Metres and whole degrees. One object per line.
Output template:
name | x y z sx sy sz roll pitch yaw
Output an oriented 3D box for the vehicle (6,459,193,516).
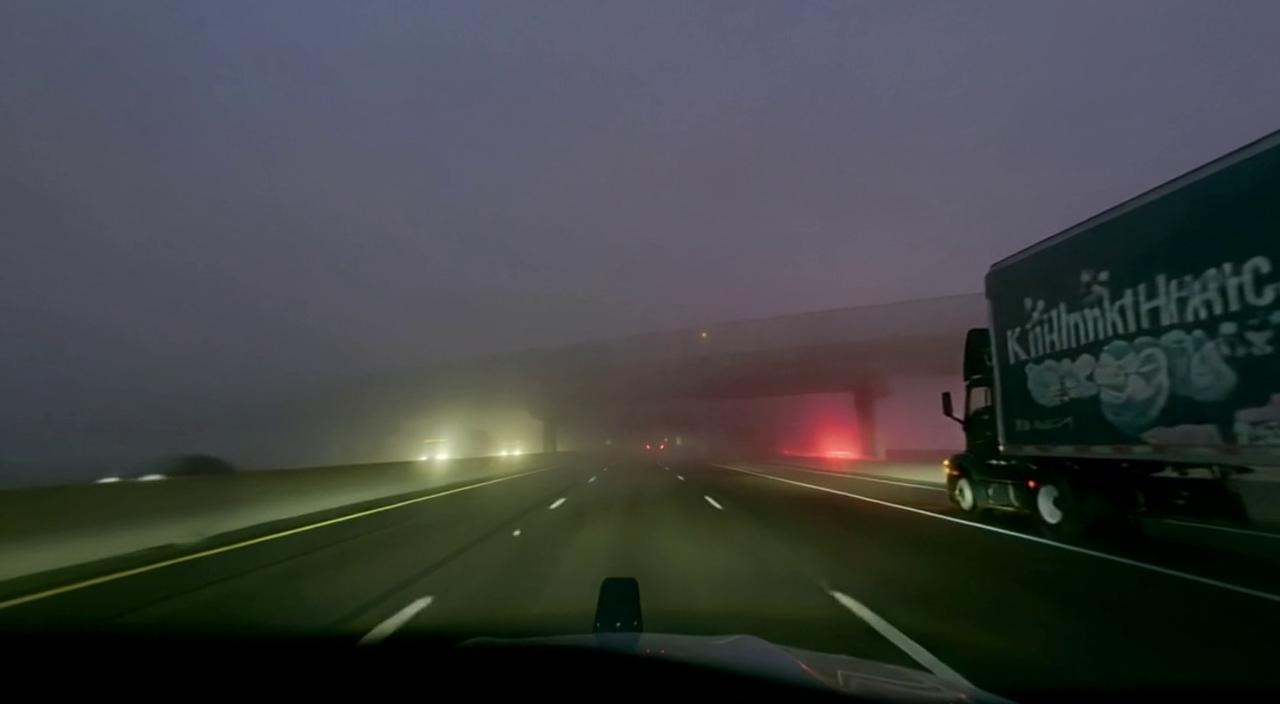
vehicle | -16.312 4.073 19.368 1.862 1.471 4.402 0 -9 -1
